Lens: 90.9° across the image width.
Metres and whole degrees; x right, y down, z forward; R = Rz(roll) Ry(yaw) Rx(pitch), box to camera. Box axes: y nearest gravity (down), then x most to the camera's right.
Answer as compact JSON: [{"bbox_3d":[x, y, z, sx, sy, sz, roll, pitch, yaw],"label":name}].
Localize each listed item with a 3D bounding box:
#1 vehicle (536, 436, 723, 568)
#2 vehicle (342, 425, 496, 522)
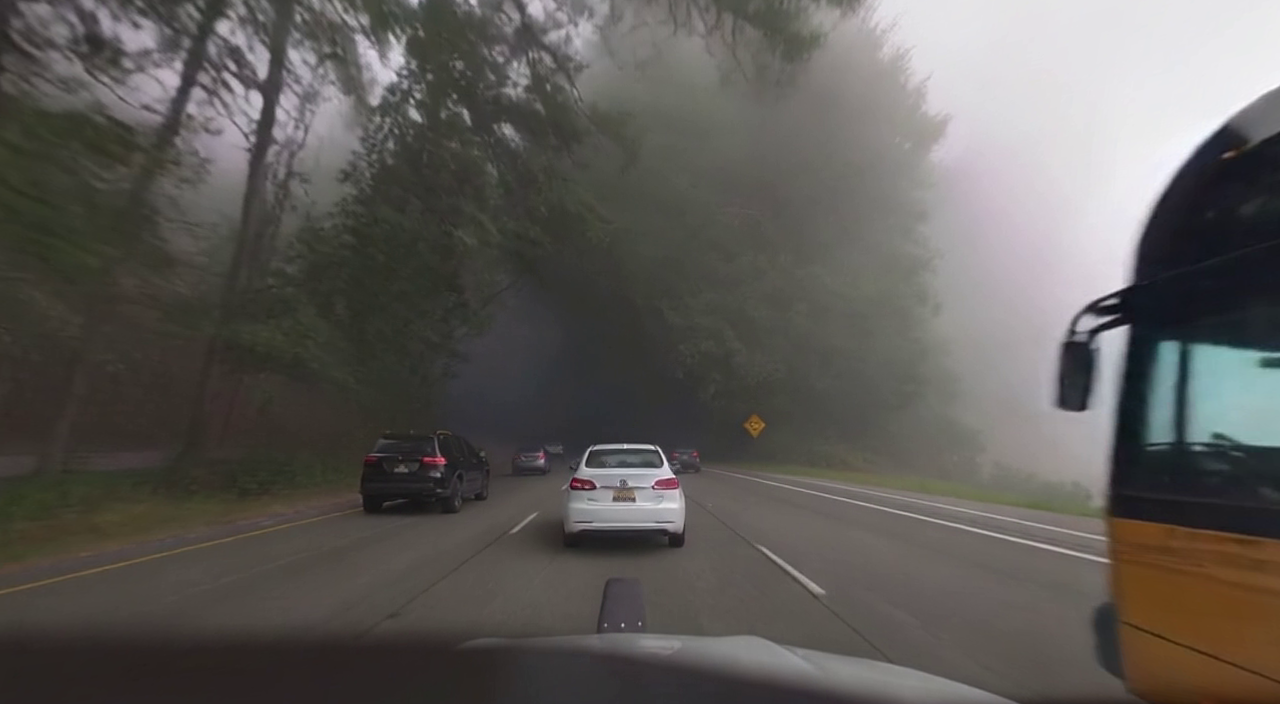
[{"bbox_3d":[-0.179,2.036,9.332,2.120,1.478,4.179,0,-9,-2],"label":"vehicle"},{"bbox_3d":[-4.399,2.481,13.307,1.830,1.703,4.142,0,-9,-1],"label":"vehicle"}]
